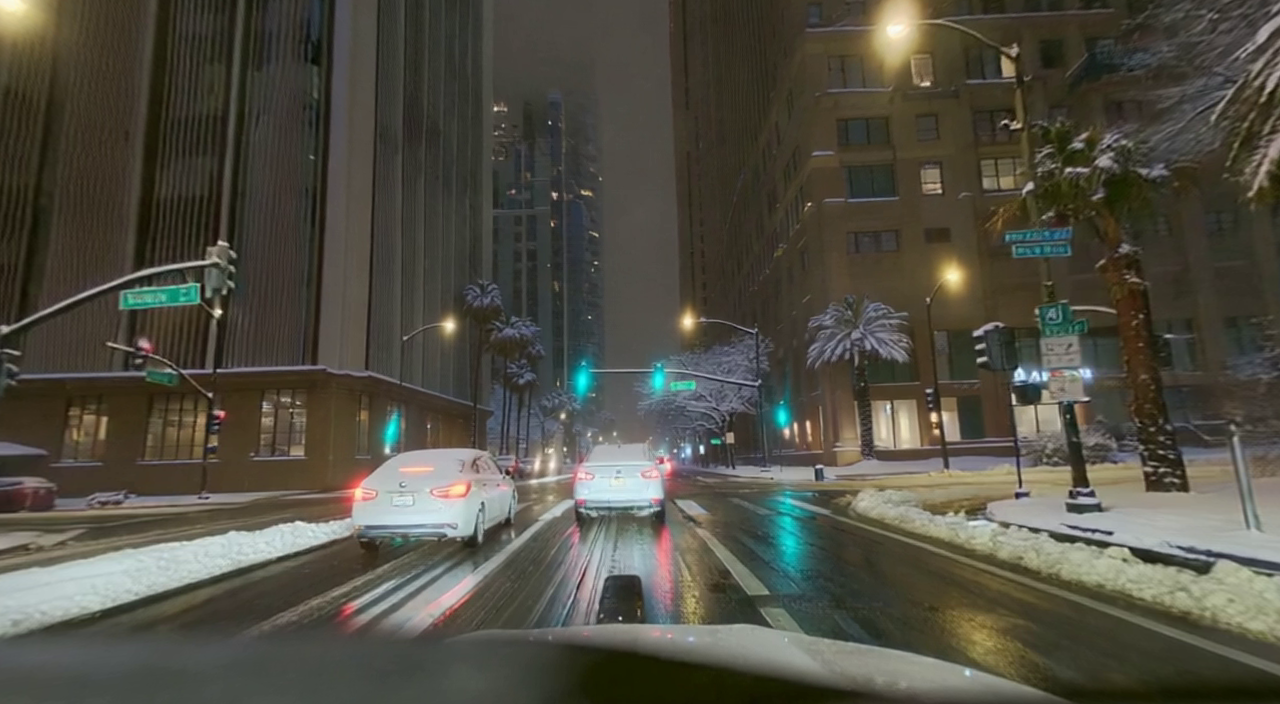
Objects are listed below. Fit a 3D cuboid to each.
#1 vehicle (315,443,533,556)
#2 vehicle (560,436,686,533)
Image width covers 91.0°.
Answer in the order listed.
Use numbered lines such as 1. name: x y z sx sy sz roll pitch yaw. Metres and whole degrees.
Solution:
1. vehicle: -3.292 2.332 10.823 2.096 1.492 4.666 0 -9 0
2. vehicle: -0.326 2.555 12.736 2.145 1.632 3.972 0 -9 -1
